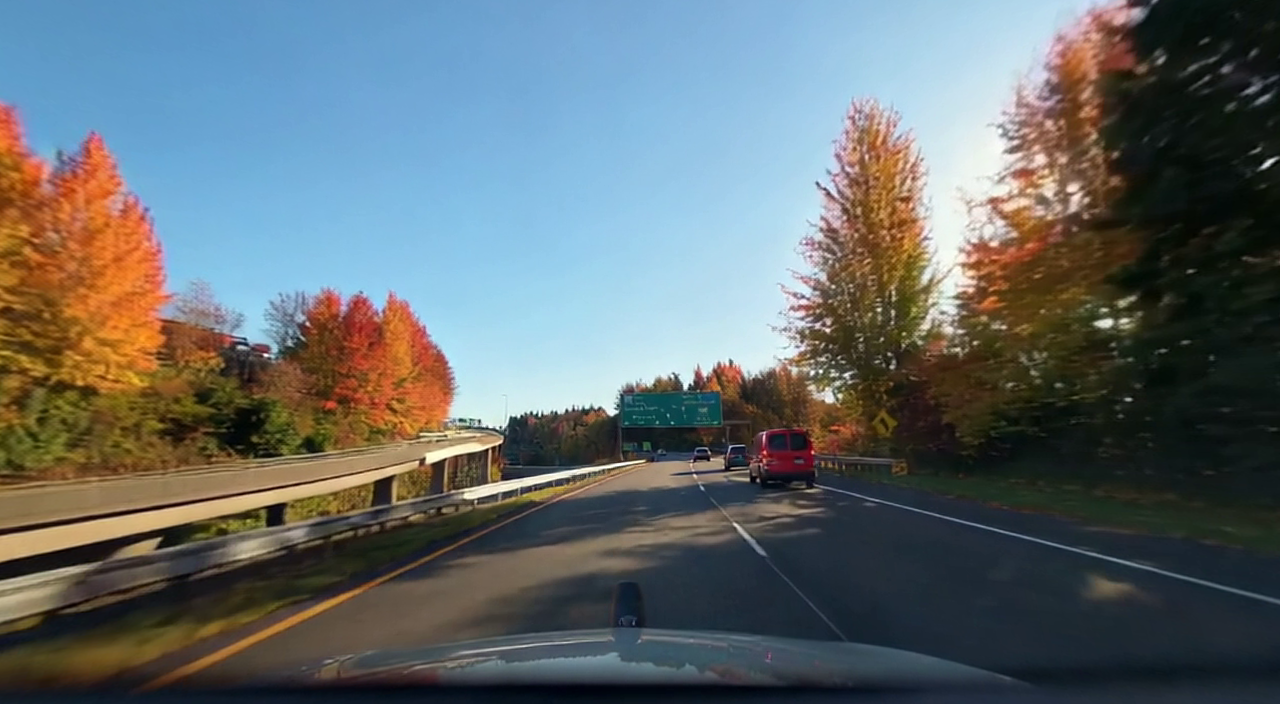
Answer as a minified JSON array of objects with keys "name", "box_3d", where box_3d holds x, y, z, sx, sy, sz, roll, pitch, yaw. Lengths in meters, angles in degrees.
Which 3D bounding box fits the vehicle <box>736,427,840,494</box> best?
[{"name":"vehicle","box_3d":[4.667,3.526,20.670,2.205,1.923,4.956,0,-9,0]}]
